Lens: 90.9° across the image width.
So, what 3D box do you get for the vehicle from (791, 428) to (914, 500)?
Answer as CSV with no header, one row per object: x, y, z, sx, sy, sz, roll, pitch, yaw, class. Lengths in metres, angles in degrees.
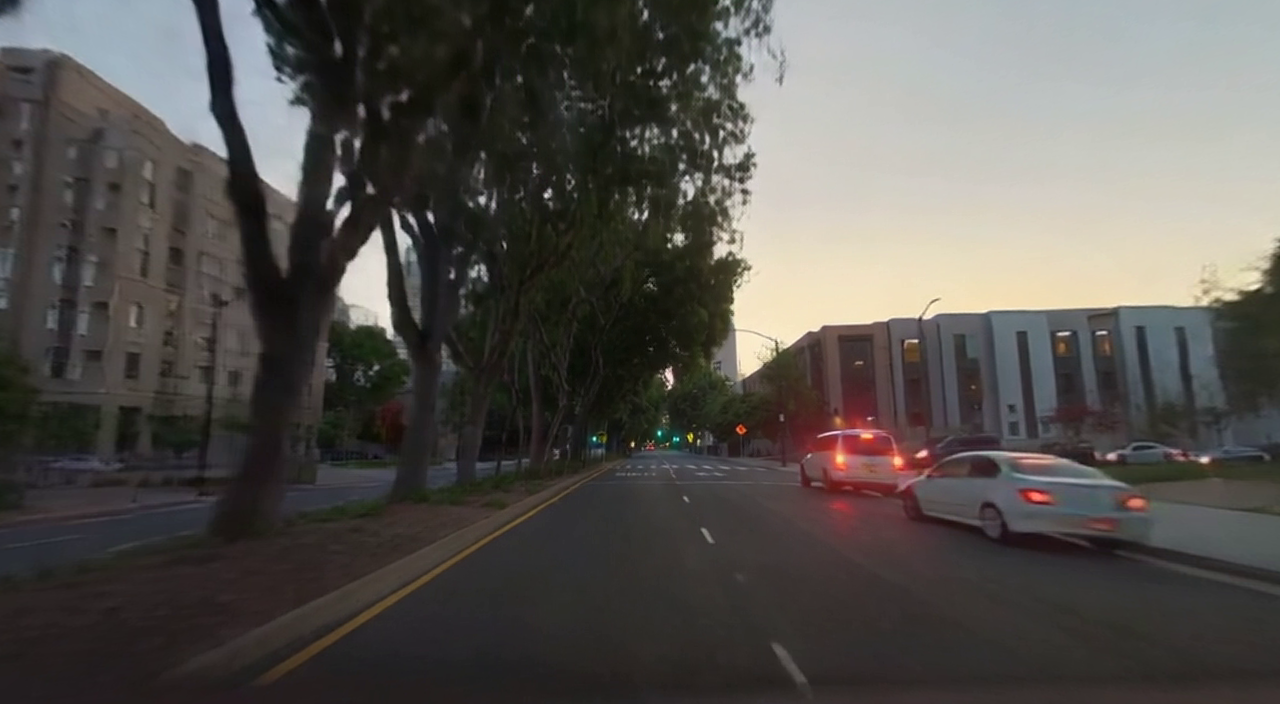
6.228,3.326,19.161,2.045,1.890,4.876,0,-8,0,vehicle

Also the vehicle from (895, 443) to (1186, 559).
6.224,2.306,10.673,1.948,1.511,4.623,0,-8,1,vehicle

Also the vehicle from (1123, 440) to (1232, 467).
30.362,5.741,35.691,4.373,1.489,1.908,0,-8,1,vehicle
